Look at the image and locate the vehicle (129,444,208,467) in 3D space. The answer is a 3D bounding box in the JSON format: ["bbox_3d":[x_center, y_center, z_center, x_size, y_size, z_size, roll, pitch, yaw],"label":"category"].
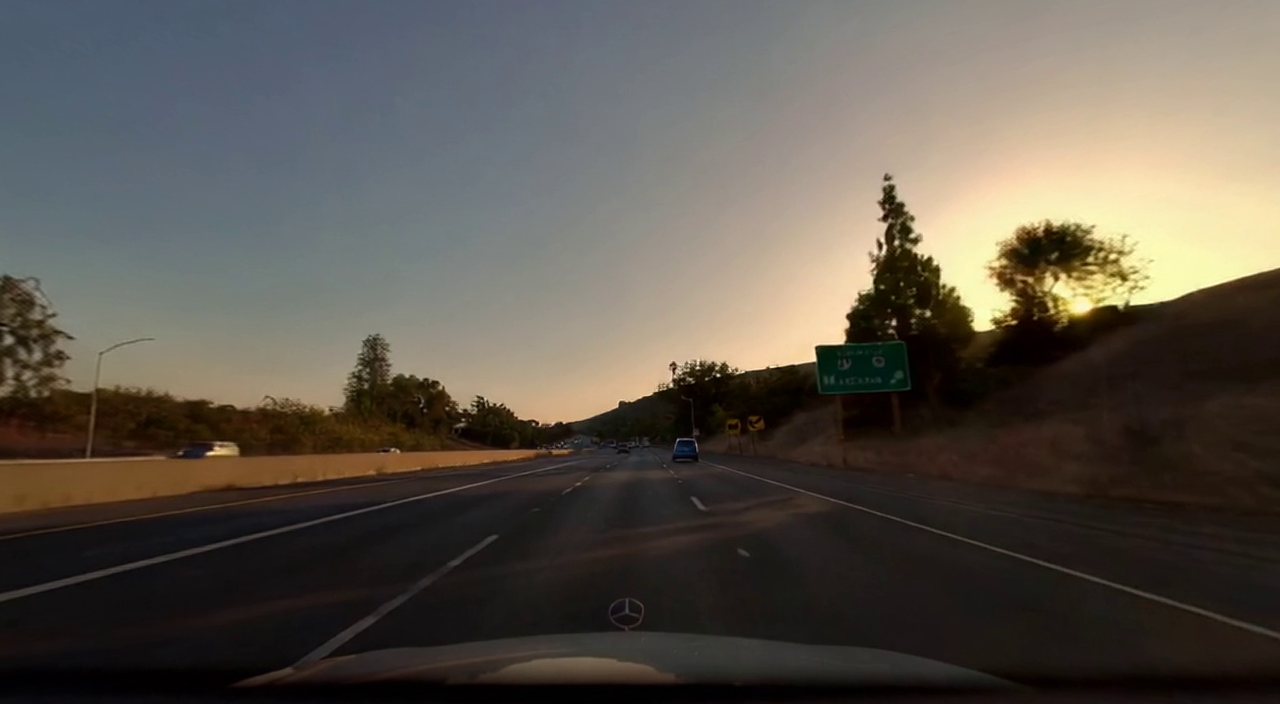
[{"bbox_3d":[-33.185,7.257,44.540,1.925,1.504,4.639,0,-8,1],"label":"vehicle"}]
